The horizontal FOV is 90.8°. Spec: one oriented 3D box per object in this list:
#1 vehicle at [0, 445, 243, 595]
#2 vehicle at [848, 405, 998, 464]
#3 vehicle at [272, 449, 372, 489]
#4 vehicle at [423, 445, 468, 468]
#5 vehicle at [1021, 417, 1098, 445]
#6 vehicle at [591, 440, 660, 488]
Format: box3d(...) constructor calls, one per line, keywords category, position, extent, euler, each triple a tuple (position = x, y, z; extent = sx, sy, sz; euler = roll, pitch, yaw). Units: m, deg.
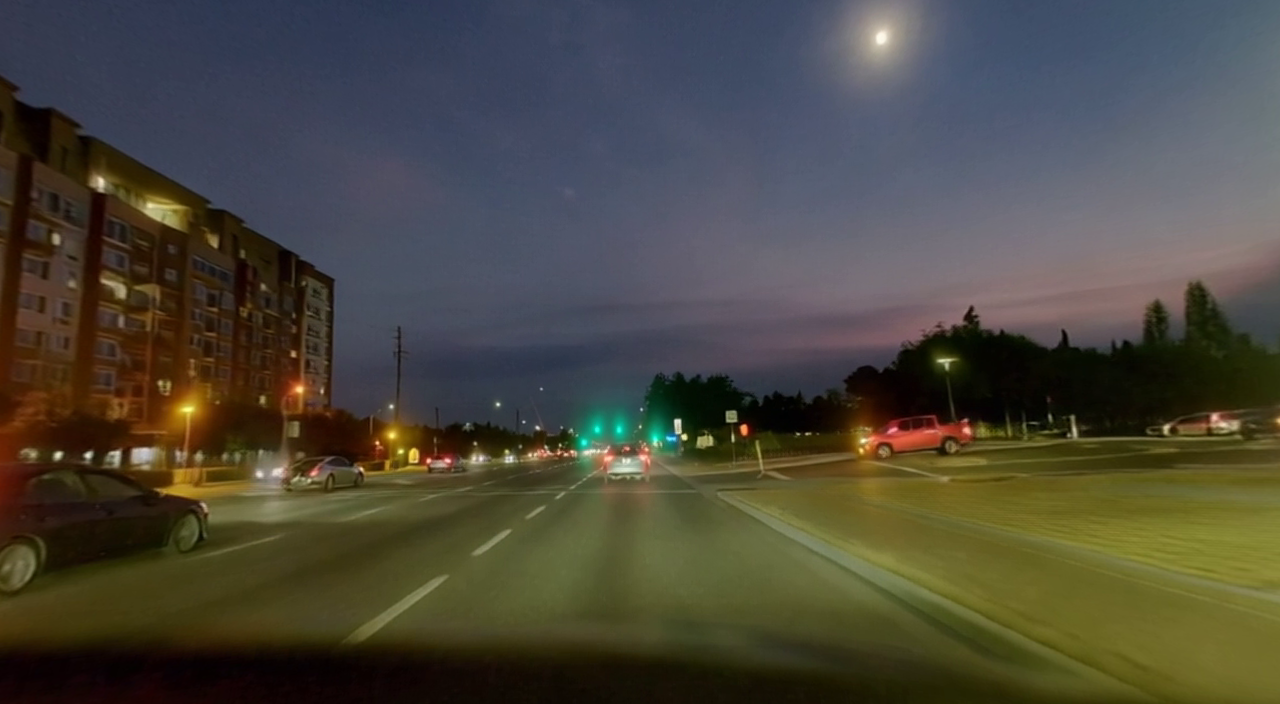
box3d(category="vehicle", position=(-7.230, 1.862, 7.653), extent=(1.906, 1.449, 4.576), euler=(0, -8, -1))
box3d(category="vehicle", position=(12.485, 3.683, 28.202), extent=(5.253, 2.014, 2.666), euler=(-5, -7, -5))
box3d(category="vehicle", position=(-13.158, 4.830, 26.502), extent=(2.024, 1.484, 4.592), euler=(1, -9, -3))
box3d(category="vehicle", position=(-14.792, 7.951, 48.199), extent=(2.064, 1.686, 4.380), euler=(0, -8, -1))
box3d(category="vehicle", position=(27.534, 5.153, 41.500), extent=(3.745, 1.450, 1.750), euler=(-5, -5, -3))
box3d(category="vehicle", position=(-0.471, 3.749, 21.501), extent=(2.099, 1.469, 4.389), euler=(0, -8, -1))
